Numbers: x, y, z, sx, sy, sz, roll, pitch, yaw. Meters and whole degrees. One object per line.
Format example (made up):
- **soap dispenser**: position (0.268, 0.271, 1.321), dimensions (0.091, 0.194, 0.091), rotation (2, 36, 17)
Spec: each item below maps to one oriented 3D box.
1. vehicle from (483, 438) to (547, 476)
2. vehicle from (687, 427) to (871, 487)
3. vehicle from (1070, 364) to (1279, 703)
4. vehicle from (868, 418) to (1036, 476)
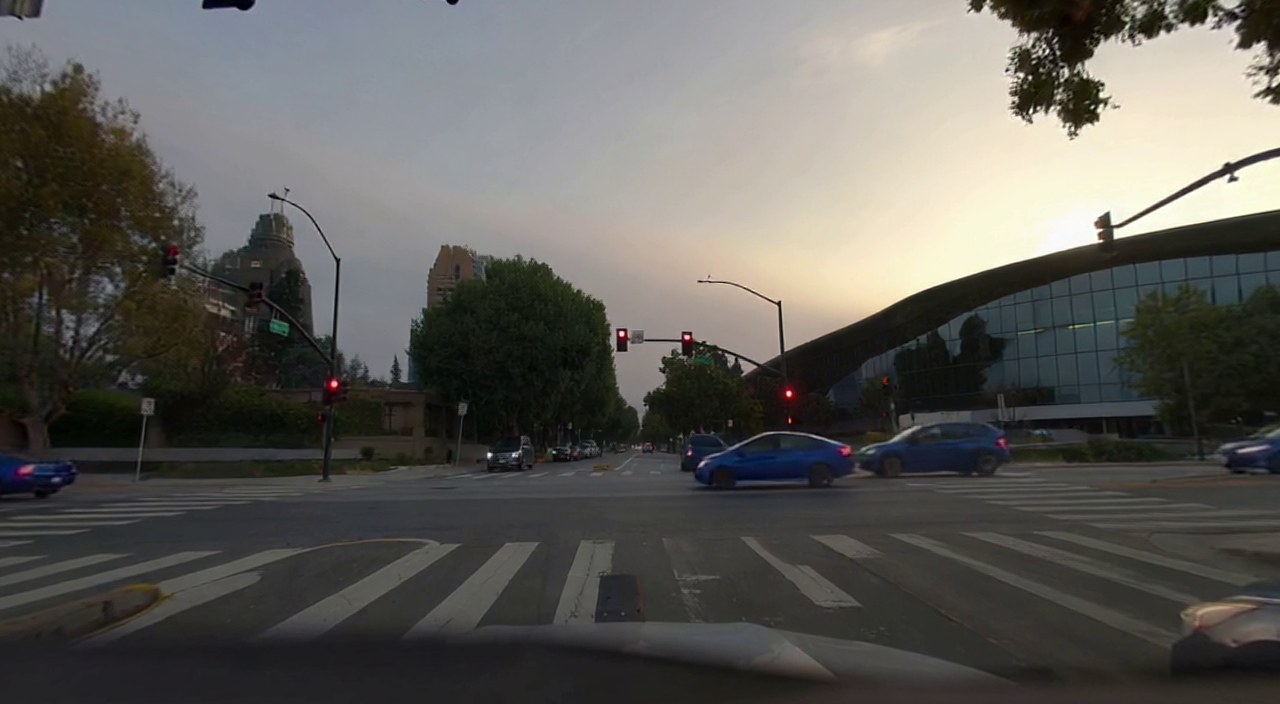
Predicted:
- **vehicle**: position (-5.948, 5.047, 30.440), dimensions (2.115, 1.690, 4.322), rotation (-1, -8, 2)
- **vehicle**: position (3.565, 2.771, 16.760), dimensions (4.464, 1.472, 1.867), rotation (0, -8, 0)
- **vehicle**: position (2.887, 0.672, 0.823), dimensions (1.947, 1.576, 3.825), rotation (0, -8, 1)
- **vehicle**: position (9.950, 3.077, 20.328), dimensions (4.363, 1.757, 1.926), rotation (0, -8, 1)
